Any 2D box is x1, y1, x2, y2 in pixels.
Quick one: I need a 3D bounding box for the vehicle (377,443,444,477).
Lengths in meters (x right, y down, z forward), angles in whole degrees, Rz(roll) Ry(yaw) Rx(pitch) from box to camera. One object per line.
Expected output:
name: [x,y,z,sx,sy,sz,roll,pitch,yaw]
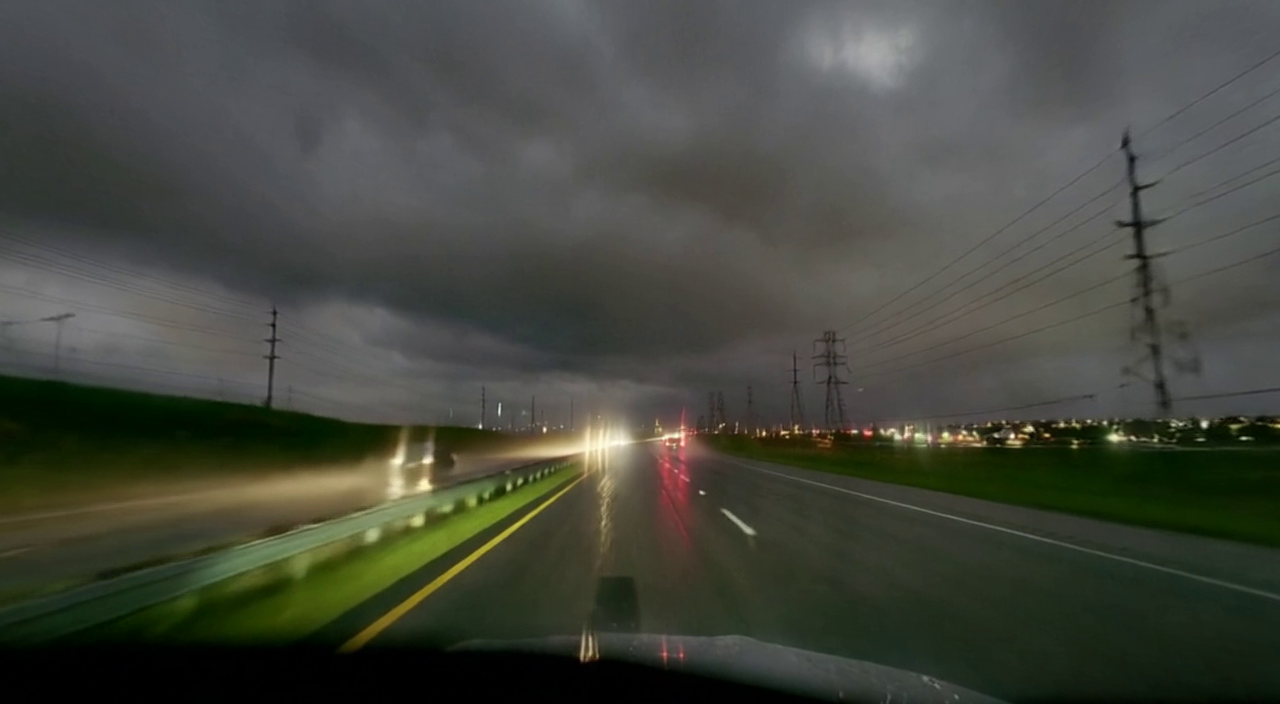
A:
vehicle: [-11.407,5.353,31.556,1.891,1.550,3.836,-1,-8,0]
